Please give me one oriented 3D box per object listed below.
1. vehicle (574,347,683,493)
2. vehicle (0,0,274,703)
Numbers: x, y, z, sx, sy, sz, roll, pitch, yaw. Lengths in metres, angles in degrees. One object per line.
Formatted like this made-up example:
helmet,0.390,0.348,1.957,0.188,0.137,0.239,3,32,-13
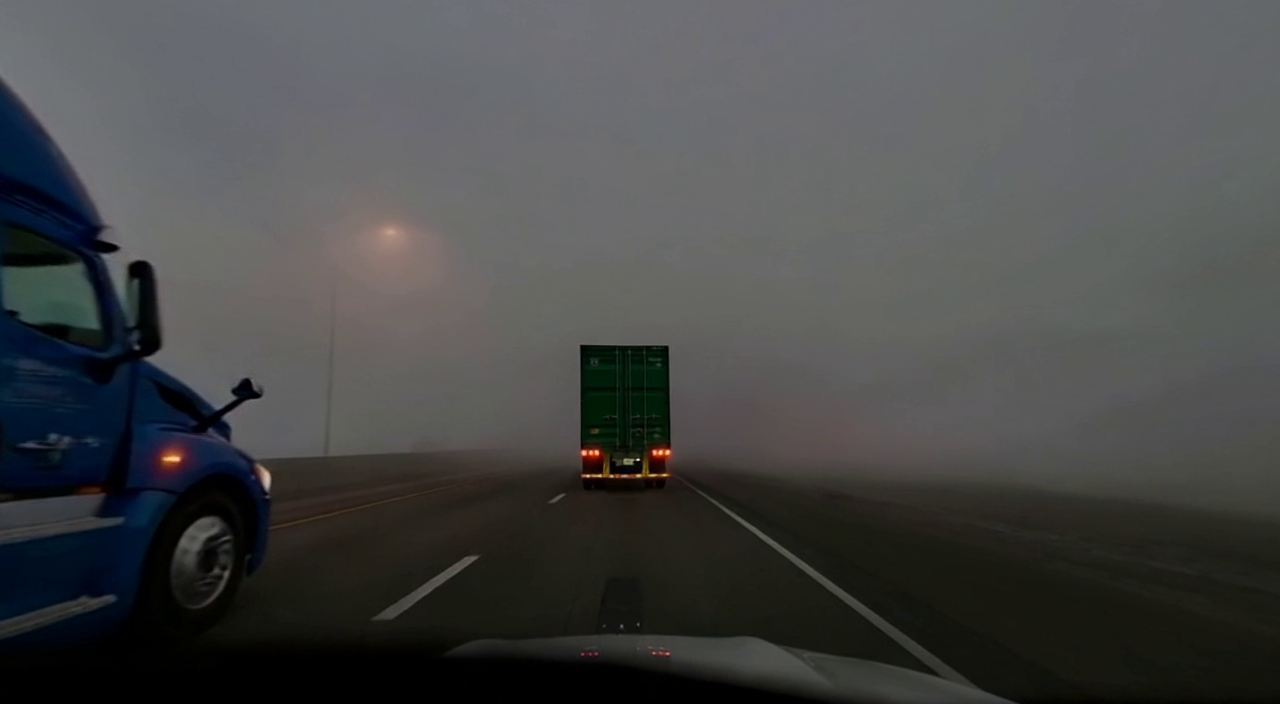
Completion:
vehicle,-0.311,2.671,22.884,2.942,4.003,11.297,0,-9,0
vehicle,-4.117,-0.250,1.017,3.418,3.652,5.690,0,-9,1
